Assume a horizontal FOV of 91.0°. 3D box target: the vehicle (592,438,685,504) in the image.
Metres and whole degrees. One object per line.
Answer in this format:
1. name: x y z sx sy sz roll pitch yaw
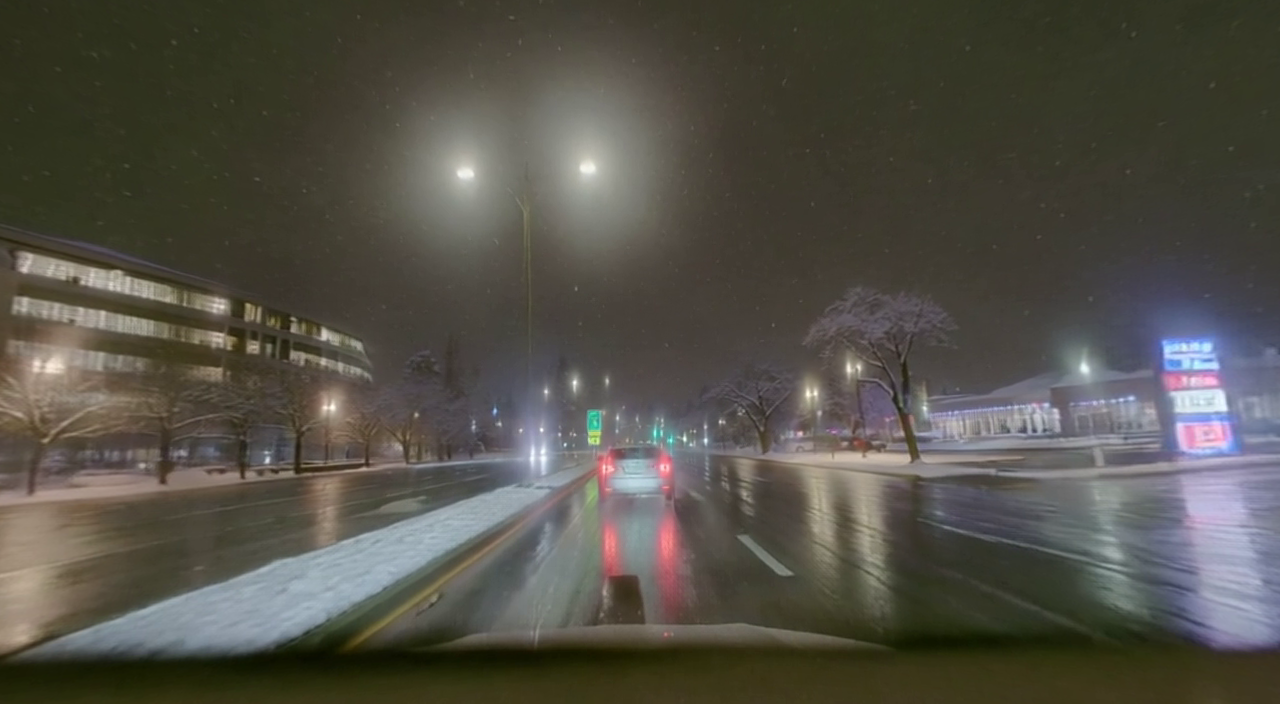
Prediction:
1. vehicle: -0.075 3.020 16.410 2.126 1.475 3.967 0 -9 -1

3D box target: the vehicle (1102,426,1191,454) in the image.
1. vehicle: 32.857 5.755 41.025 1.868 1.675 4.527 0 -9 -3
